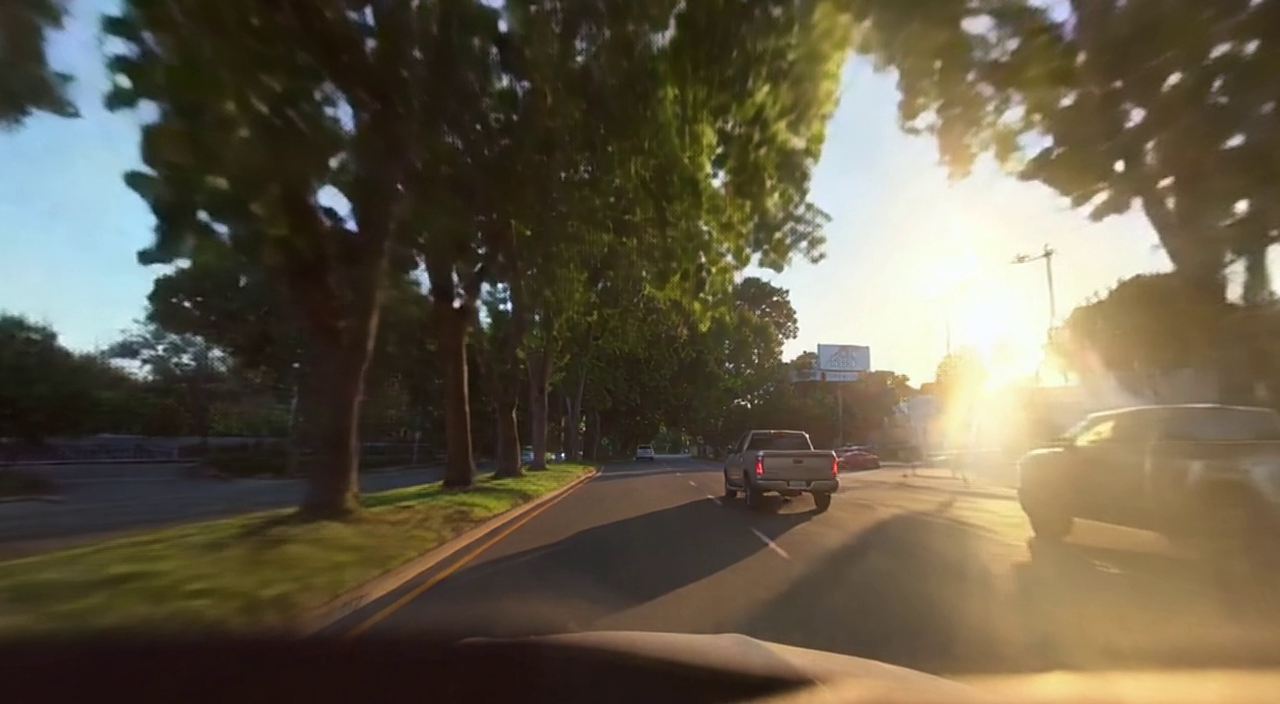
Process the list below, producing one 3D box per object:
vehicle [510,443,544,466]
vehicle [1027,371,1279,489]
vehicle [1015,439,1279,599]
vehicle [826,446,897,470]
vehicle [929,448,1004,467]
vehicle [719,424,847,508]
[{"bbox_3d":[-8.721,7.940,49.014,1.834,1.695,4.129,0,-8,0],"label":"vehicle"},{"bbox_3d":[18.917,2.769,22.076,8.393,3.716,3.472,1,-9,-2],"label":"vehicle"},{"bbox_3d":[6.907,1.786,7.445,2.012,1.460,4.812,0,-8,0],"label":"vehicle"},{"bbox_3d":[16.849,8.071,48.175,4.554,1.566,1.925,-3,-9,0],"label":"vehicle"},{"bbox_3d":[25.002,8.074,48.426,4.648,1.444,1.912,0,-8,-1],"label":"vehicle"},{"bbox_3d":[3.495,2.907,16.644,2.138,1.836,5.245,0,-8,0],"label":"vehicle"}]
